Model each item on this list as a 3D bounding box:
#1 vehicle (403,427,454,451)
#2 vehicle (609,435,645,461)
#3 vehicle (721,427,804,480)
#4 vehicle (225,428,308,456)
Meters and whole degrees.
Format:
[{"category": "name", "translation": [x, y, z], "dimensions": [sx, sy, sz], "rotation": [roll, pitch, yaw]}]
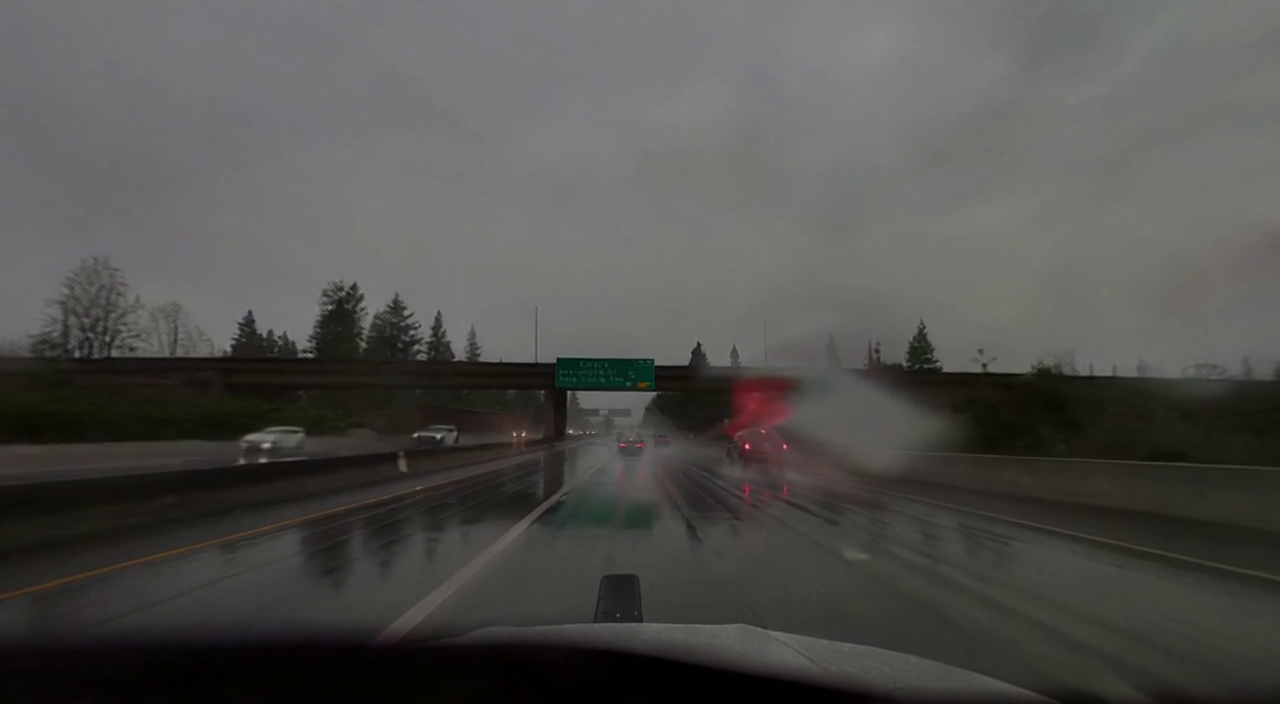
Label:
[{"category": "vehicle", "translation": [-15.314, 6.332, 45.951], "dimensions": [2.006, 1.695, 4.824], "rotation": [0, -8, 0]}, {"category": "vehicle", "translation": [-0.789, 5.577, 36.887], "dimensions": [1.987, 1.440, 3.565], "rotation": [0, -8, -2]}, {"category": "vehicle", "translation": [3.990, 3.354, 21.179], "dimensions": [1.892, 1.600, 3.782], "rotation": [0, -8, -2]}, {"category": "vehicle", "translation": [-21.106, 5.091, 35.840], "dimensions": [1.901, 1.483, 4.704], "rotation": [0, -8, -1]}]
